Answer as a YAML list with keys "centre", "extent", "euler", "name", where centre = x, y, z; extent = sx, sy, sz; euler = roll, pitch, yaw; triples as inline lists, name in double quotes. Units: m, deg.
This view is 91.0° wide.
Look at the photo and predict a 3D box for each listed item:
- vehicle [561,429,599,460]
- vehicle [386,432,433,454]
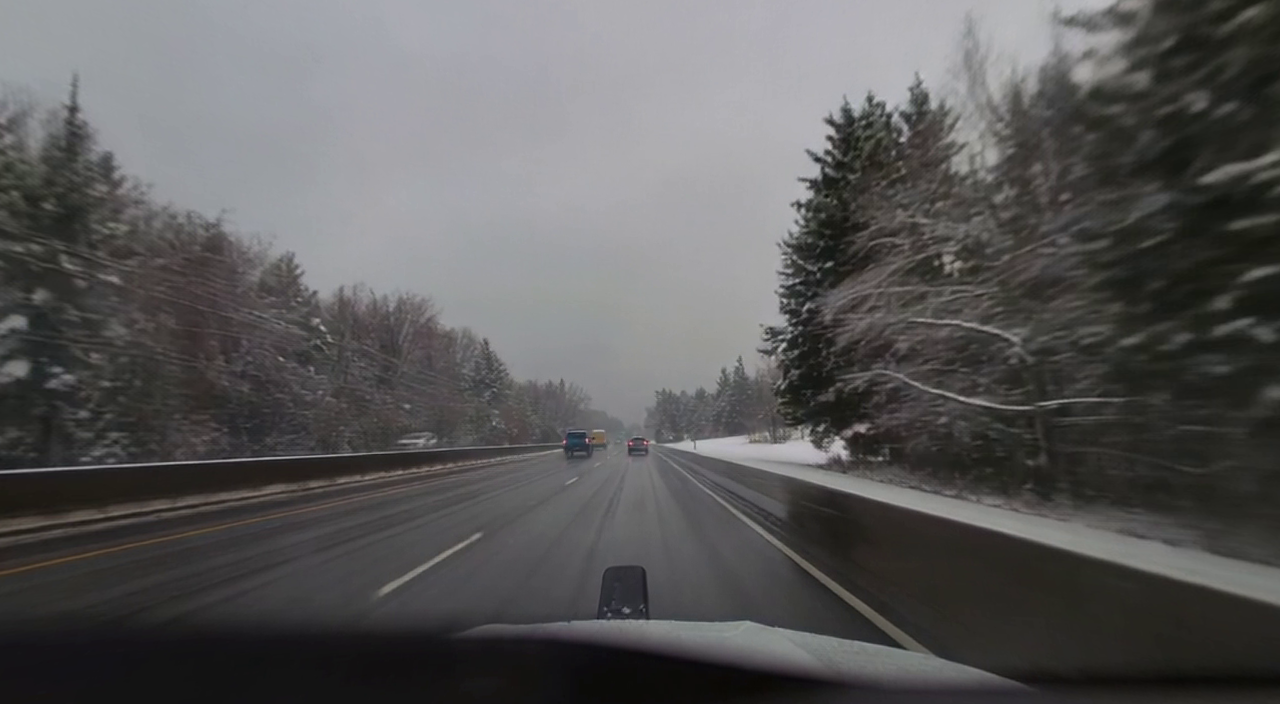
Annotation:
- centre: [-4.141, 6.503, 44.366]
  extent: [2.241, 2.034, 4.890]
  euler: [0, -8, 0]
  name: "vehicle"
- centre: [-16.412, 6.490, 44.922]
  extent: [1.826, 1.523, 3.971]
  euler: [0, -8, 1]
  name: "vehicle"
